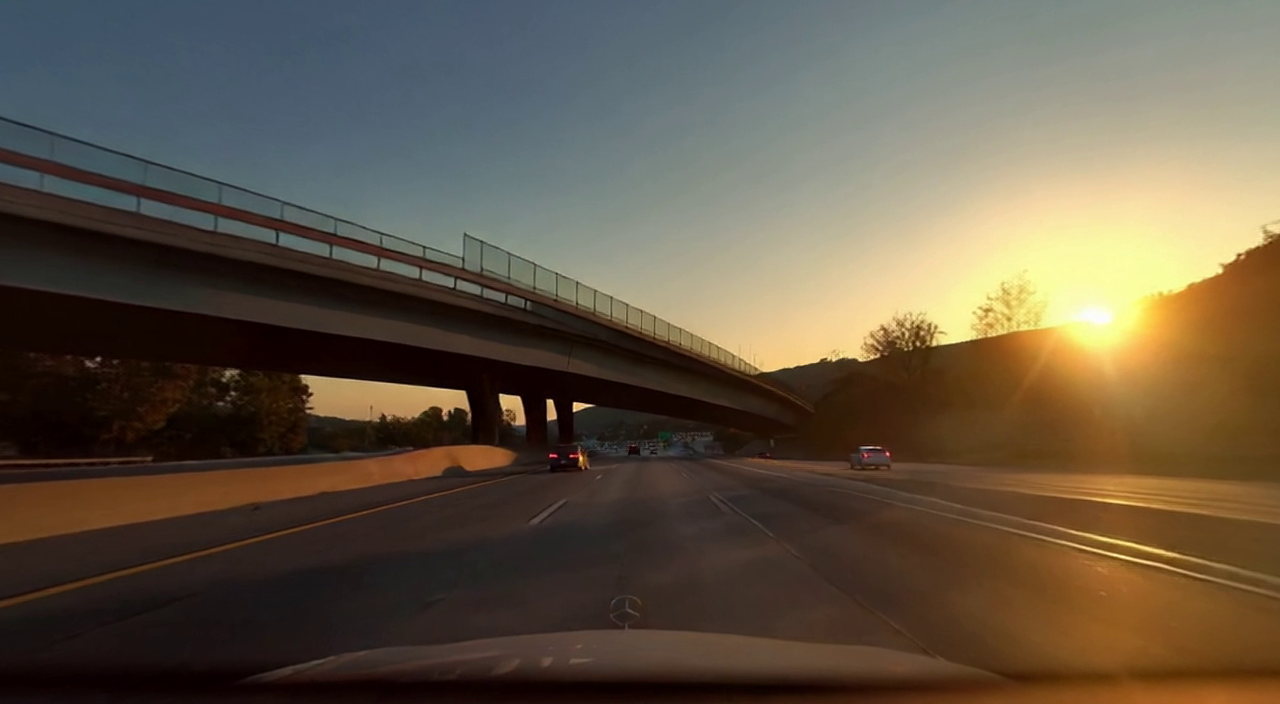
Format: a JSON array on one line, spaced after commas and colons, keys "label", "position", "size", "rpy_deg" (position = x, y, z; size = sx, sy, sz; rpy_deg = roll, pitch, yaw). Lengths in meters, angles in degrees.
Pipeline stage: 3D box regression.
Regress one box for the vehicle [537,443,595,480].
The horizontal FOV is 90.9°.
[{"label": "vehicle", "position": [-3.177, 4.822, 27.940], "size": [1.968, 1.504, 3.892], "rpy_deg": [0, -8, 2]}]
